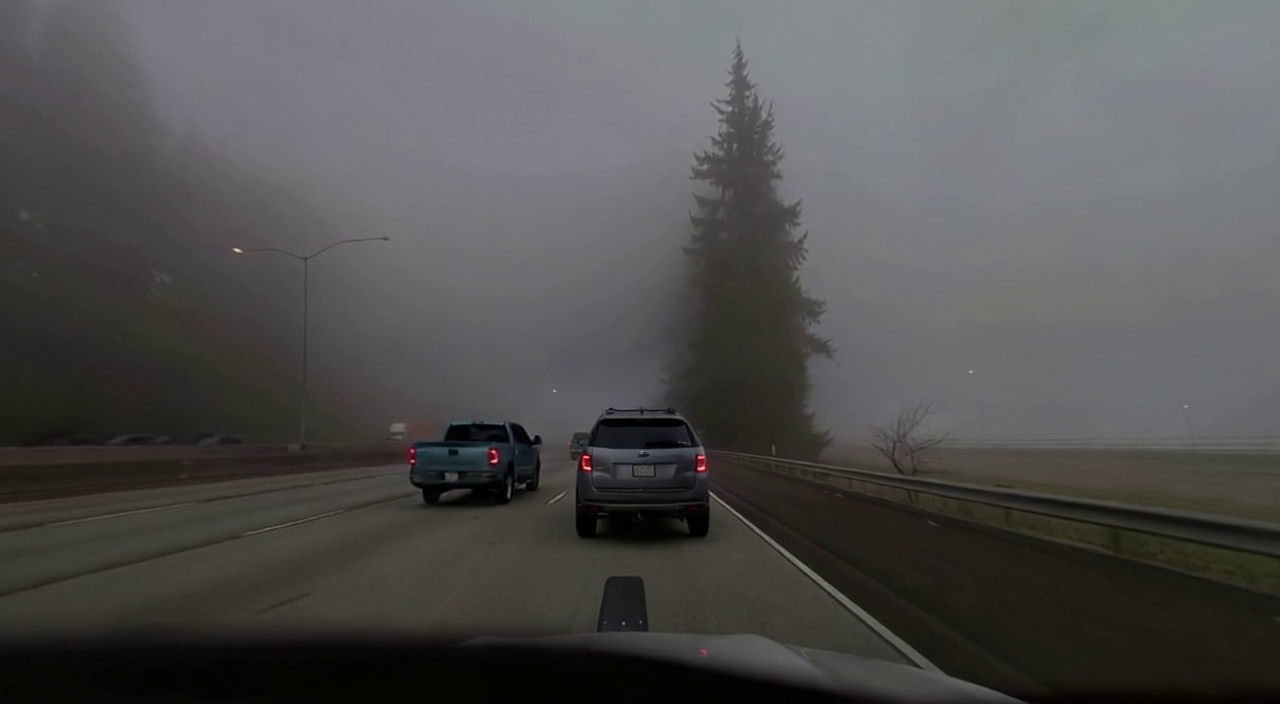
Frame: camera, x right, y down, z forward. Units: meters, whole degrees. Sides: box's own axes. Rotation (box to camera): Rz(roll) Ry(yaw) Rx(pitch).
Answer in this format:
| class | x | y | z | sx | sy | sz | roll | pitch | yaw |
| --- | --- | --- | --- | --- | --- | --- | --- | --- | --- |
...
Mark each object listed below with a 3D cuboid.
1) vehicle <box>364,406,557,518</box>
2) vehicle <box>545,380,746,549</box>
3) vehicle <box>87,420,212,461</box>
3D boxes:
| class | x | y | z | sx | sy | sz | roll | pitch | yaw |
| --- | --- | --- | --- | --- | --- | --- | --- | --- | --- |
| vehicle | -3.346 | 2.254 | 13.449 | 2.235 | 1.826 | 6.106 | 0 | -8 | 1 |
| vehicle | 0.038 | 1.690 | 9.998 | 2.395 | 2.013 | 4.734 | 0 | -8 | -1 |
| vehicle | -25.126 | 4.580 | 32.606 | 2.386 | 1.919 | 4.884 | 0 | -8 | 2 |
